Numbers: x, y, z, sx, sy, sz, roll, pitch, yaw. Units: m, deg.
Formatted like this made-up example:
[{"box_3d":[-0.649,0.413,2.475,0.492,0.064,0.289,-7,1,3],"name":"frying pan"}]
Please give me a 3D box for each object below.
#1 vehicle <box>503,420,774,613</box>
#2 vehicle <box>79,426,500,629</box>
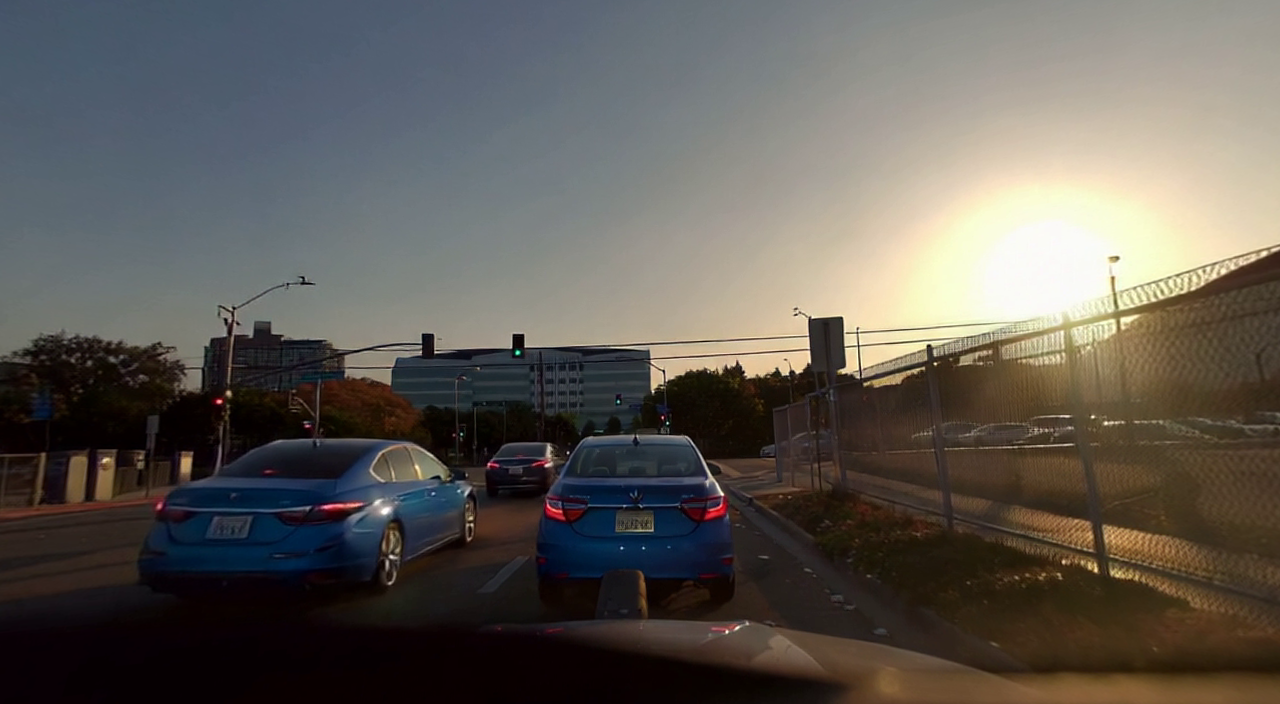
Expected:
[{"box_3d":[-0.018,1.616,7.081,2.144,1.514,4.063,0,-9,0],"name":"vehicle"},{"box_3d":[-3.149,1.657,7.045,1.971,1.488,4.581,0,-9,2],"name":"vehicle"}]
